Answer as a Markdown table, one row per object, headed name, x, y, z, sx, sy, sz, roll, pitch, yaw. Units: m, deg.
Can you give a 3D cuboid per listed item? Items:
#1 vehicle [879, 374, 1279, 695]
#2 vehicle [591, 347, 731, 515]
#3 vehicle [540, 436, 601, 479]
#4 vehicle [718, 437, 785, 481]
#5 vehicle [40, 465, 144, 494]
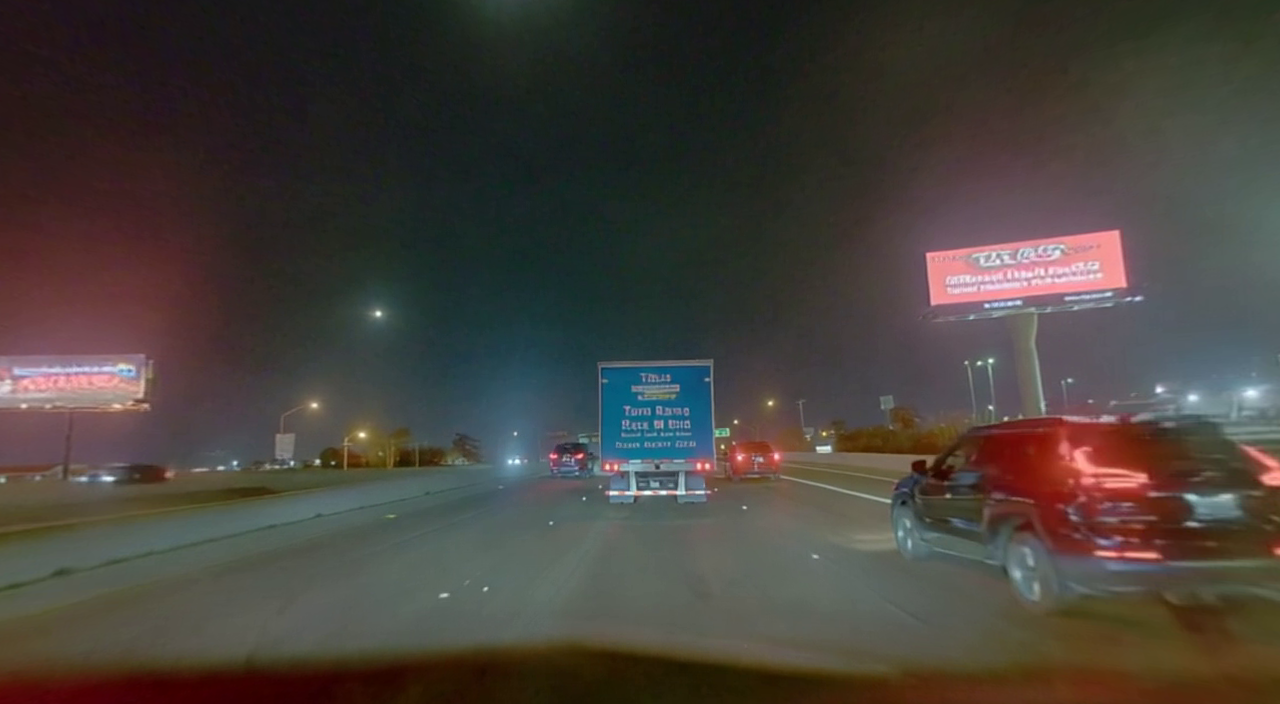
| name | x | y | z | sx | sy | sz | roll | pitch | yaw |
| --- | --- | --- | --- | --- | --- | --- | --- | --- | --- |
| vehicle | 3.981 | 1.286 | 5.617 | 1.986 | 1.718 | 4.296 | 0 | -8 | 0 |
| vehicle | 0.481 | 2.162 | 16.747 | 2.733 | 3.296 | 8.571 | 0 | -8 | 1 |
| vehicle | -3.009 | 4.693 | 28.318 | 2.030 | 1.757 | 4.509 | -1 | -8 | 2 |
| vehicle | 4.568 | 4.448 | 26.537 | 2.066 | 1.692 | 4.339 | 0 | -8 | 0 |
| vehicle | -32.757 | 7.590 | 37.868 | 1.822 | 1.448 | 4.498 | -2 | -8 | 9 |
